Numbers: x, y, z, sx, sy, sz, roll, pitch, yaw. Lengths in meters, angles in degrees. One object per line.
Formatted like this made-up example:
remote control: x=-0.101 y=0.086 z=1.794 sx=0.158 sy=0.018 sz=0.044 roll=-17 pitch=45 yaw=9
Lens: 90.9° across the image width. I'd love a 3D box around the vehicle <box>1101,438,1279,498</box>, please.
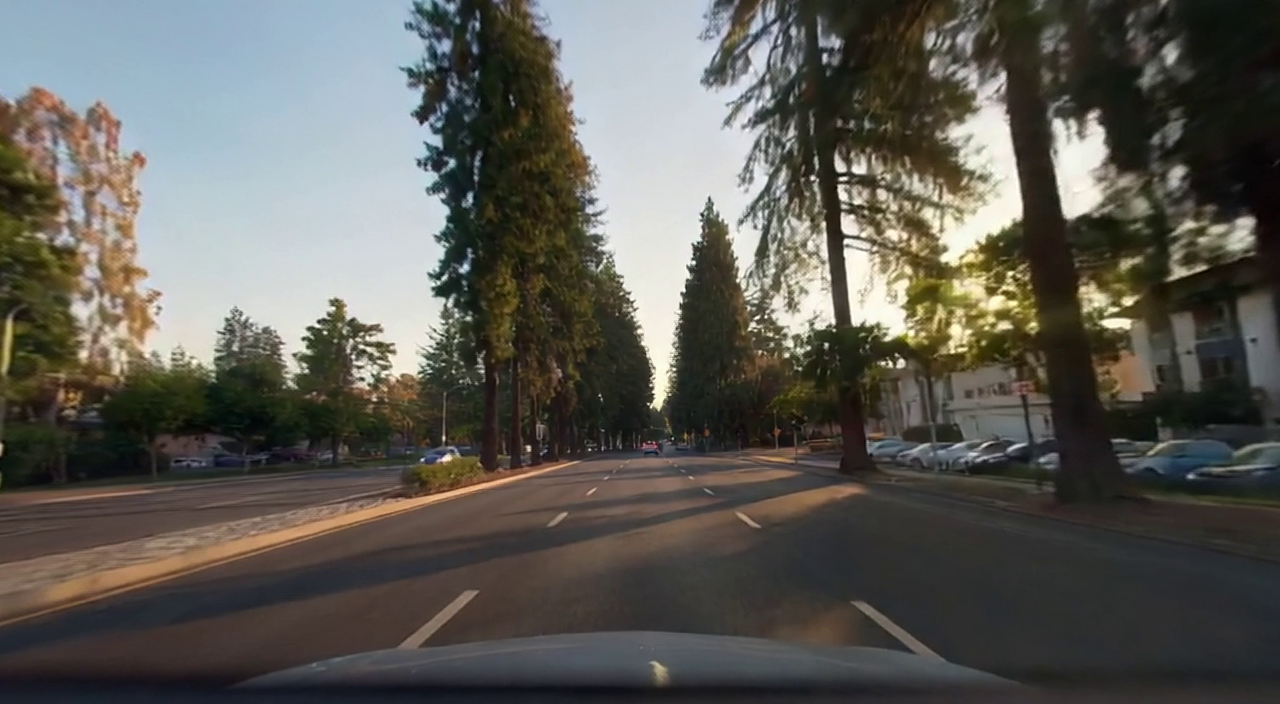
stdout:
vehicle: x=15.568 y=3.073 z=16.940 sx=4.794 sy=1.480 sz=1.995 roll=0 pitch=-8 yaw=-1
